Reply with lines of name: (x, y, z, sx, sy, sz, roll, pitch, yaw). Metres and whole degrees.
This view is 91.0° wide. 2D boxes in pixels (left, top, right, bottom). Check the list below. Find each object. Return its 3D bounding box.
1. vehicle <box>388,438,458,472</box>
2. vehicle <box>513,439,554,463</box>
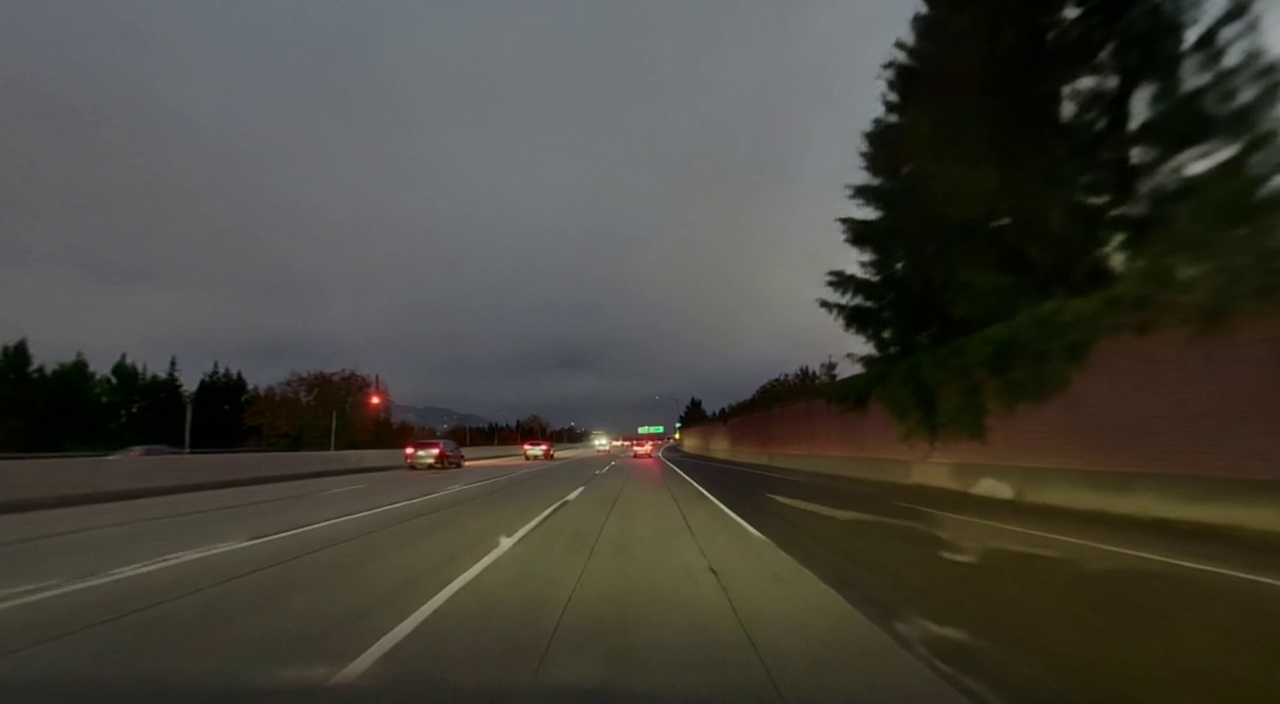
vehicle: (-11.332, 5.414, 33.288, 2.025, 1.618, 4.683, 0, -9, 0)
vehicle: (-7.856, 7.388, 46.984, 2.151, 1.707, 4.759, 0, -8, 1)
